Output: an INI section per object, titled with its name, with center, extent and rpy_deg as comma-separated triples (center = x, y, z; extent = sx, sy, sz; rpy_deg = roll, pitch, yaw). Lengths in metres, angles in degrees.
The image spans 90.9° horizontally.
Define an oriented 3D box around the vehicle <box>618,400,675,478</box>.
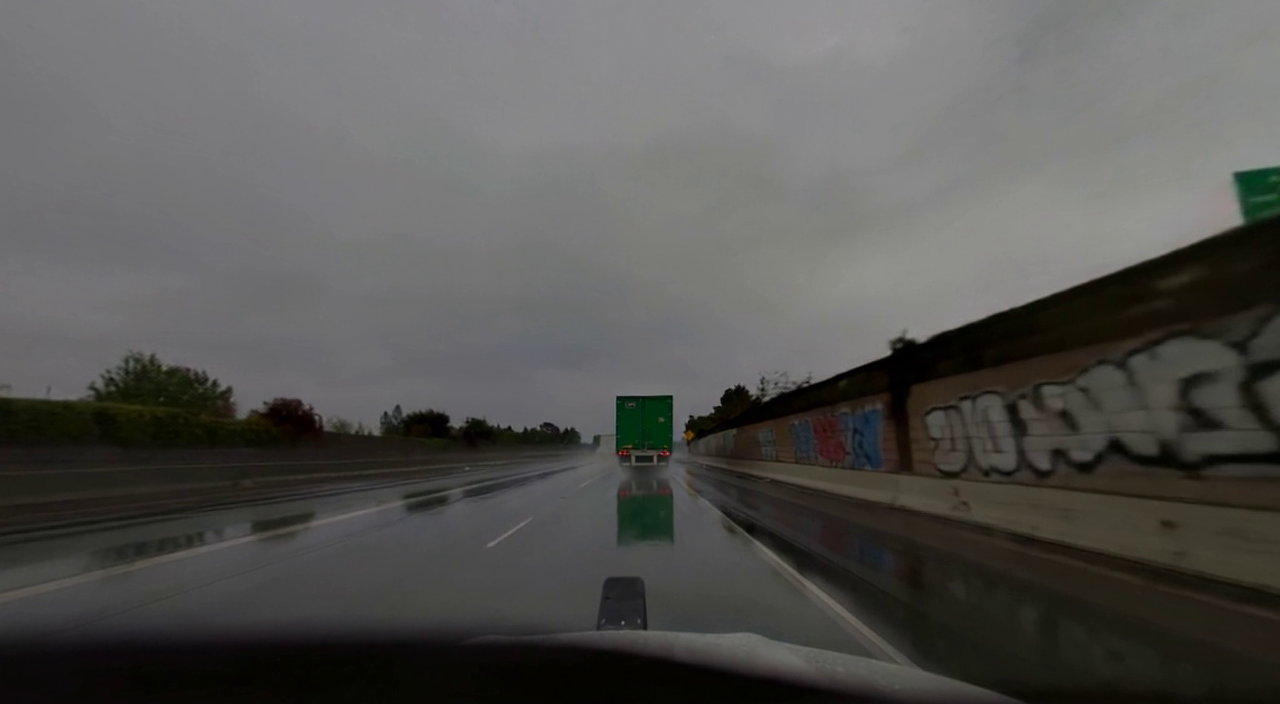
[vehicle]
center = 0.222, 5.215, 37.195
extent = 2.900, 3.955, 10.151
rpy_deg = 0, -9, -1
